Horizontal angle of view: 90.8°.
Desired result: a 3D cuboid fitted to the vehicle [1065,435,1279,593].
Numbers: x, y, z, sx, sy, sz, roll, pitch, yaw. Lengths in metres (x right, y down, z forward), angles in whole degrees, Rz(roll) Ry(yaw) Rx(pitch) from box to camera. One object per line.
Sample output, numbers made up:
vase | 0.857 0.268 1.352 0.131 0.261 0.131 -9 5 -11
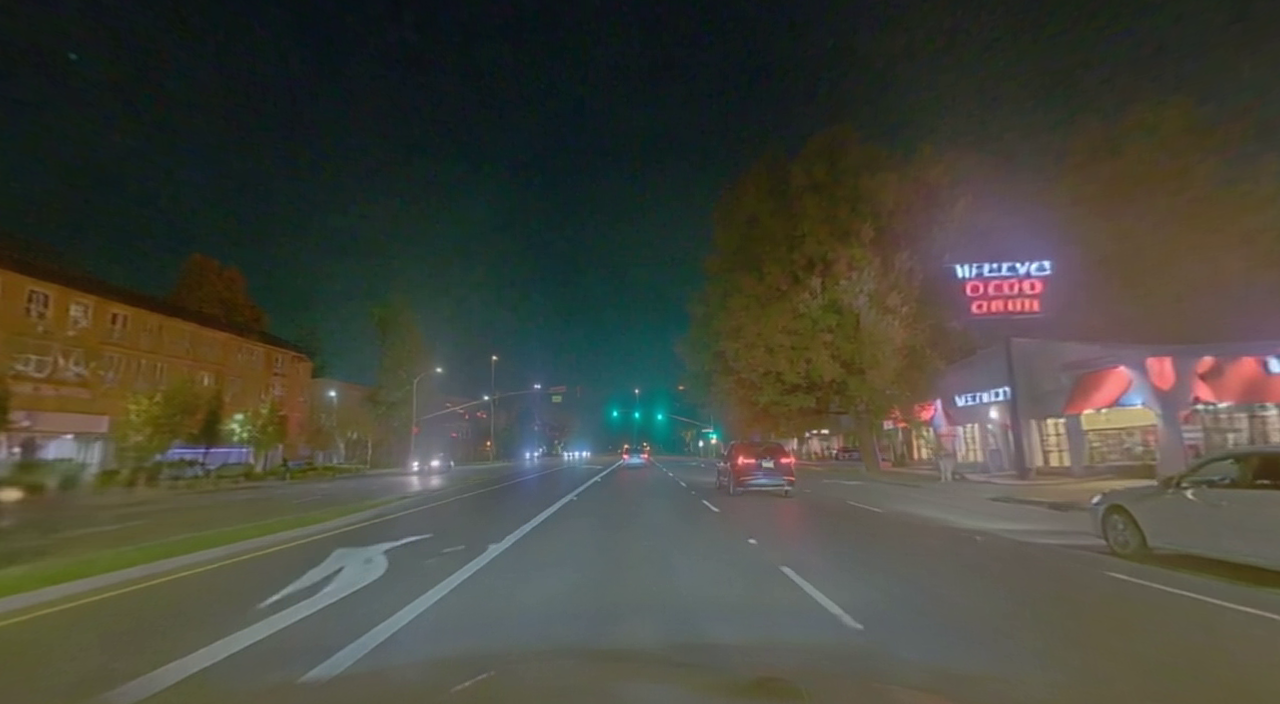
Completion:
vehicle | 6.894 1.575 6.417 1.952 1.449 4.544 0 -8 -1

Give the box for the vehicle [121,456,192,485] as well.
vehicle | -32.983 8.058 43.258 1.856 1.675 5.356 2 -9 -15

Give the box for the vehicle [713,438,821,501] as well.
vehicle | 3.480 3.313 18.261 2.072 1.545 4.578 0 -8 -1

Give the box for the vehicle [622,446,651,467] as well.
vehicle | -0.247 7.844 47.436 2.052 1.461 4.324 0 -8 0

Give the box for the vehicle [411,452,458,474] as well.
vehicle | -15.274 8.230 47.162 1.908 1.486 4.629 -1 -8 1
